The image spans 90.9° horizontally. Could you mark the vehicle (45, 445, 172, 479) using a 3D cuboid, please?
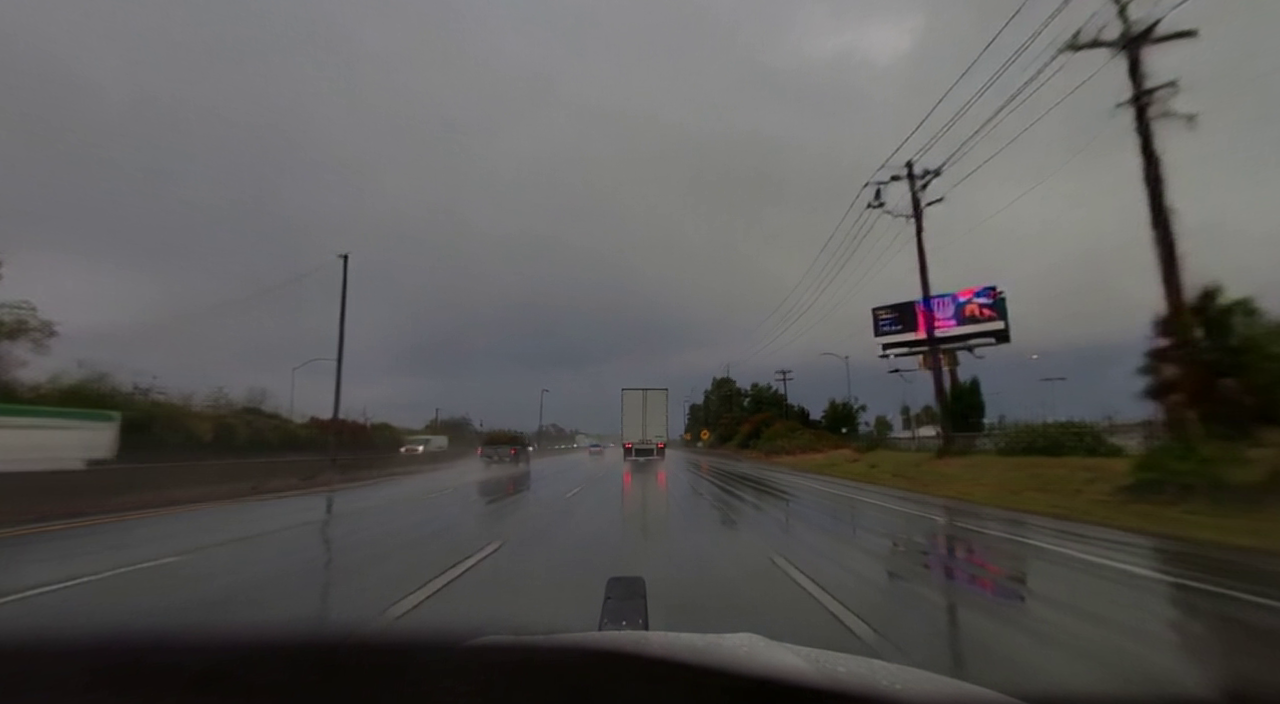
[{"bbox_3d":[-25.387,5.228,30.377,1.898,1.513,4.775,0,-8,1],"label":"vehicle"}]

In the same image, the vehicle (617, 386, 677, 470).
[{"bbox_3d":[0.580,4.482,35.994,2.879,4.027,11.243,-1,-8,2],"label":"vehicle"}]

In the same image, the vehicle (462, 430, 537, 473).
[{"bbox_3d":[-6.871,4.939,31.603,2.263,1.936,5.802,0,-8,1],"label":"vehicle"}]
